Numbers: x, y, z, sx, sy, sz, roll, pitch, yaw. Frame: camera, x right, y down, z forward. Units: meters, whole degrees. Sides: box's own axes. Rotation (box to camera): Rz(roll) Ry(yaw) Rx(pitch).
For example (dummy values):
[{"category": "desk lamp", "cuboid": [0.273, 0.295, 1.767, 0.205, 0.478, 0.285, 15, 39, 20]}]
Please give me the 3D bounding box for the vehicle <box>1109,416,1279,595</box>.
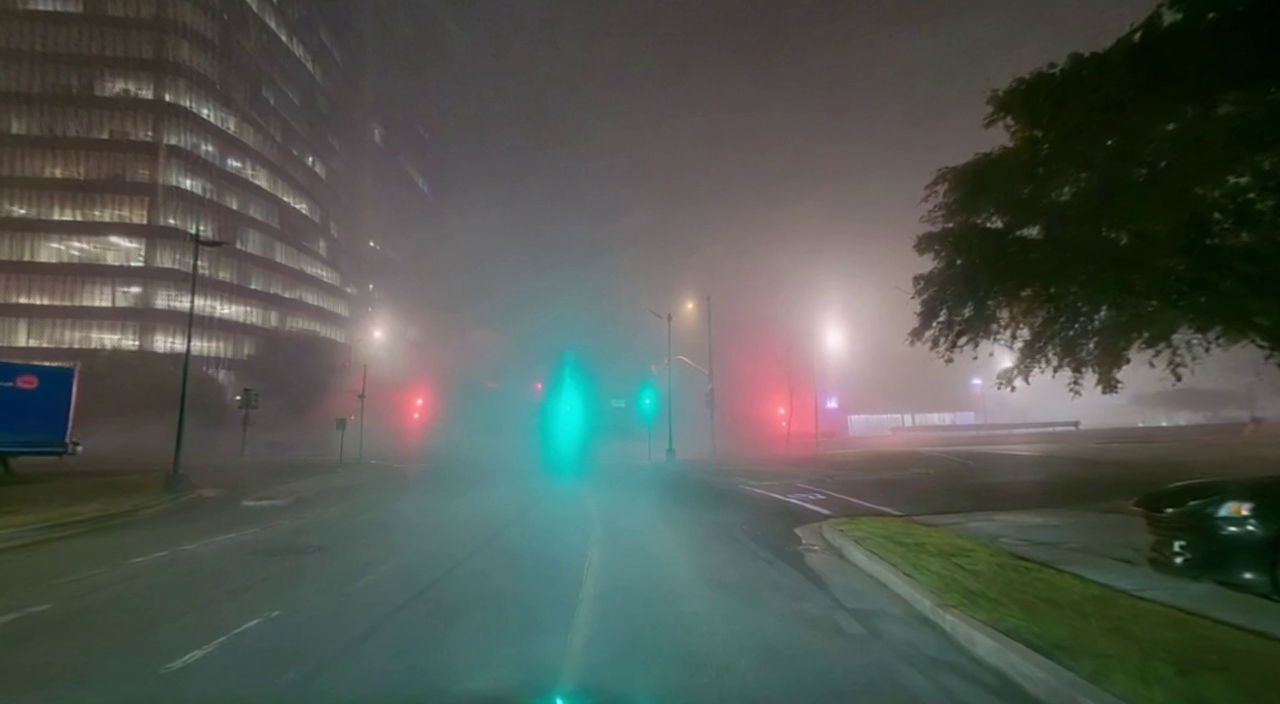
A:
[{"category": "vehicle", "cuboid": [6.604, 1.206, 4.781, 2.089, 1.481, 4.436, 2, -9, -15]}]
